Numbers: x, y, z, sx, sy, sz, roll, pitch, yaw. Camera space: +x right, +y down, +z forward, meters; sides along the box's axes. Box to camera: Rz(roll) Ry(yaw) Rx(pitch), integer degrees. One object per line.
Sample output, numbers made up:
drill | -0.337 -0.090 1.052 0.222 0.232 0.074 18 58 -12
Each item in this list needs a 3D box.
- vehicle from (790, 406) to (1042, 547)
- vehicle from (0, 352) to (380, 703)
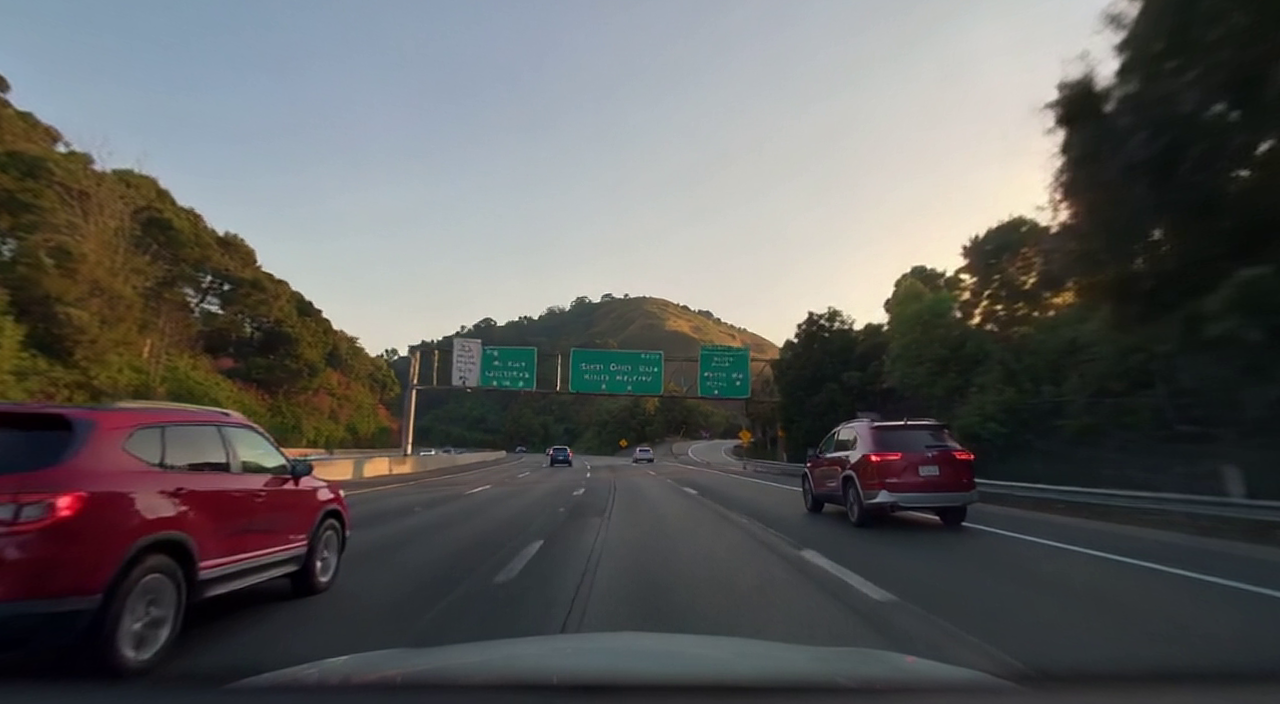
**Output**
vehicle | 4.342 2.068 11.086 2.103 1.903 4.837 0 -9 -2
vehicle | -3.861 1.142 4.321 2.213 1.766 4.598 0 -9 -1
